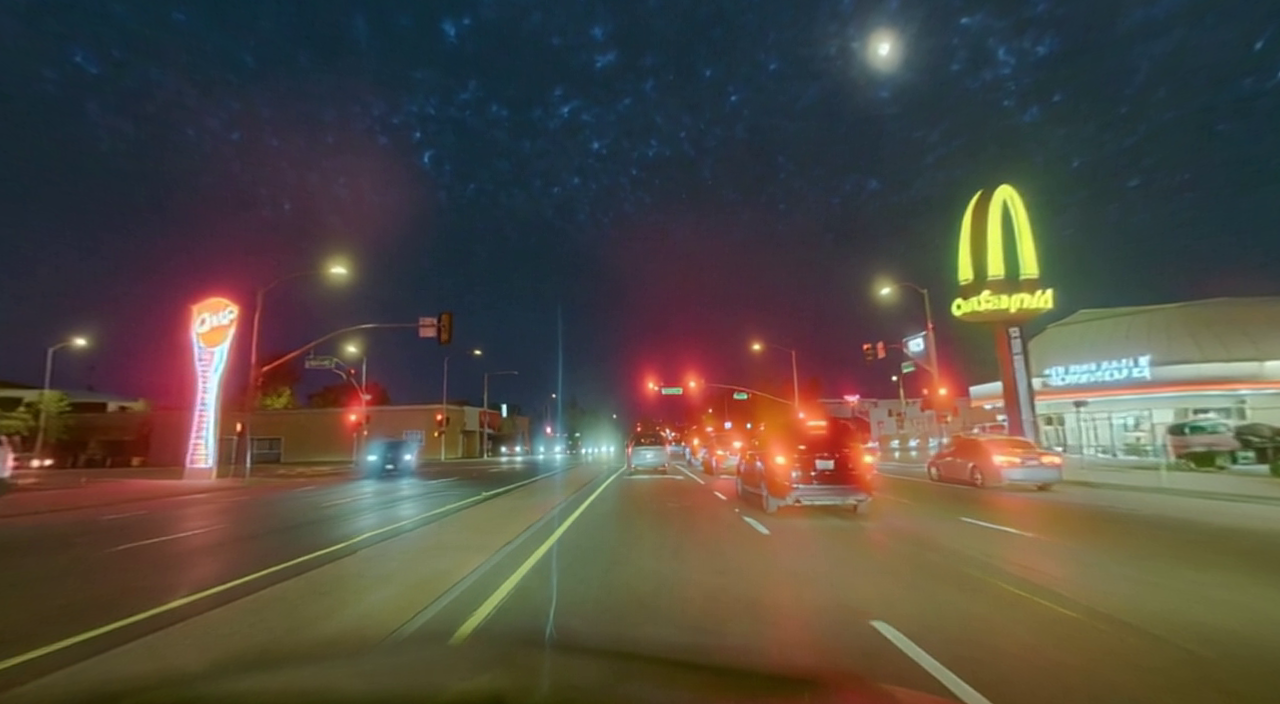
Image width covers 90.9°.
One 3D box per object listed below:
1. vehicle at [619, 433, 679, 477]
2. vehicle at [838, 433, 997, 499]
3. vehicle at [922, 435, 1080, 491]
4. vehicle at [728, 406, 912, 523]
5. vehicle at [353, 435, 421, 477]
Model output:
[{"bbox_3d":[0.282,3.860,23.805,2.073,1.496,3.892,0,-8,-1],"label":"vehicle"},{"bbox_3d":[6.910,2.873,16.349,2.059,1.458,4.395,0,-8,-1],"label":"vehicle"},{"bbox_3d":[10.543,3.259,18.945,1.881,1.463,4.726,0,-8,-1],"label":"vehicle"},{"bbox_3d":[3.136,2.101,12.293,2.038,1.787,4.946,0,-8,-1],"label":"vehicle"},{"bbox_3d":[-11.794,4.774,29.239,2.106,1.751,4.554,5,-10,-31],"label":"vehicle"}]
